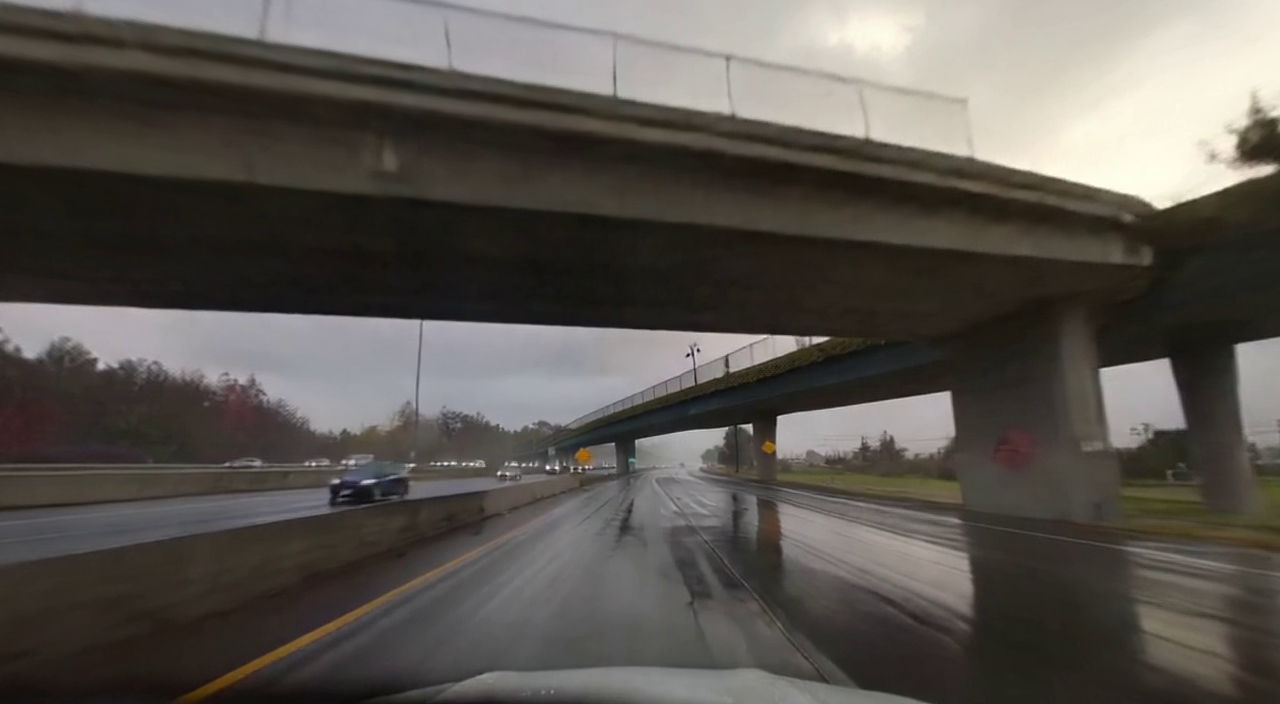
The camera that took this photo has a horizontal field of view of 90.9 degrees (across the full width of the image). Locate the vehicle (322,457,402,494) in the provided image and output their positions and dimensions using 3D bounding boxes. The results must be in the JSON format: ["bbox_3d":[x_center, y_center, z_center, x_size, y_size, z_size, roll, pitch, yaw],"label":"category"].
[{"bbox_3d":[-13.320,5.956,30.461,1.873,1.606,4.212,1,-10,0],"label":"vehicle"}]
